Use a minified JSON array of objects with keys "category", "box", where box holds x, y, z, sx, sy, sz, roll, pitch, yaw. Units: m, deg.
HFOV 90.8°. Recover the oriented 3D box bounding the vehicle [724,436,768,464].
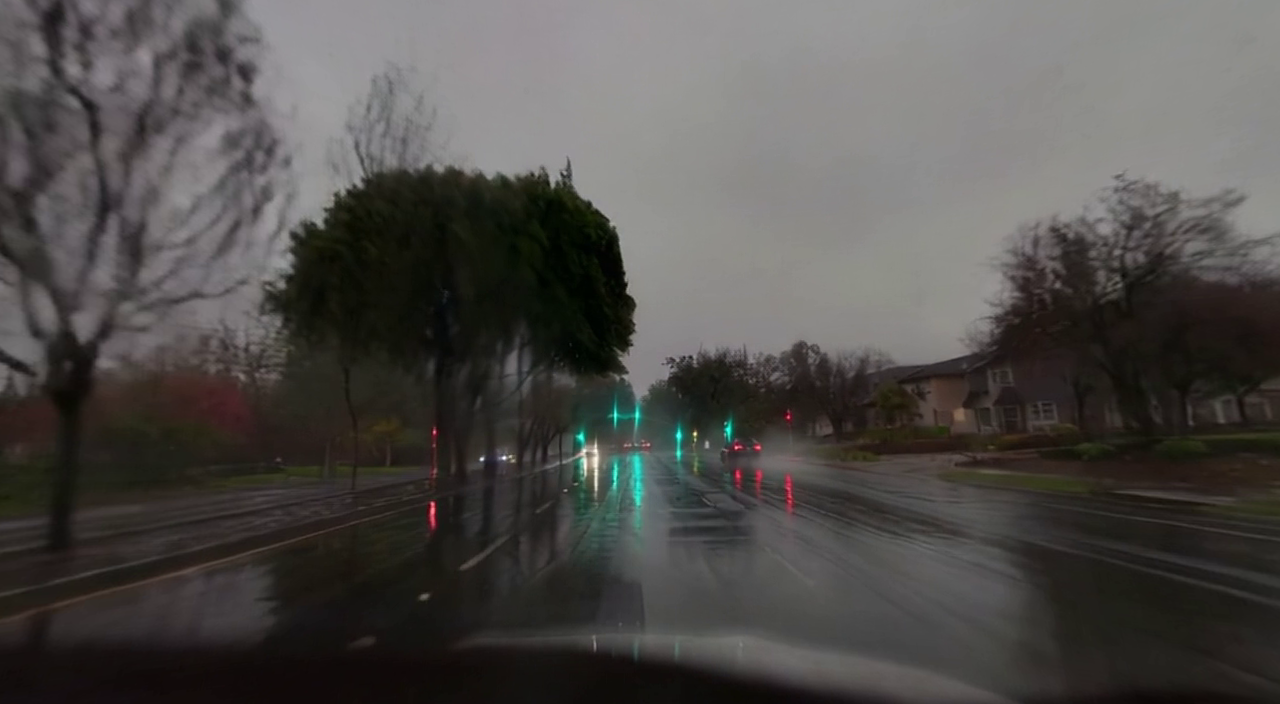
[{"category":"vehicle","box":[6.753,6.324,40.746,2.011,1.710,4.357,0,-9,-2]}]
